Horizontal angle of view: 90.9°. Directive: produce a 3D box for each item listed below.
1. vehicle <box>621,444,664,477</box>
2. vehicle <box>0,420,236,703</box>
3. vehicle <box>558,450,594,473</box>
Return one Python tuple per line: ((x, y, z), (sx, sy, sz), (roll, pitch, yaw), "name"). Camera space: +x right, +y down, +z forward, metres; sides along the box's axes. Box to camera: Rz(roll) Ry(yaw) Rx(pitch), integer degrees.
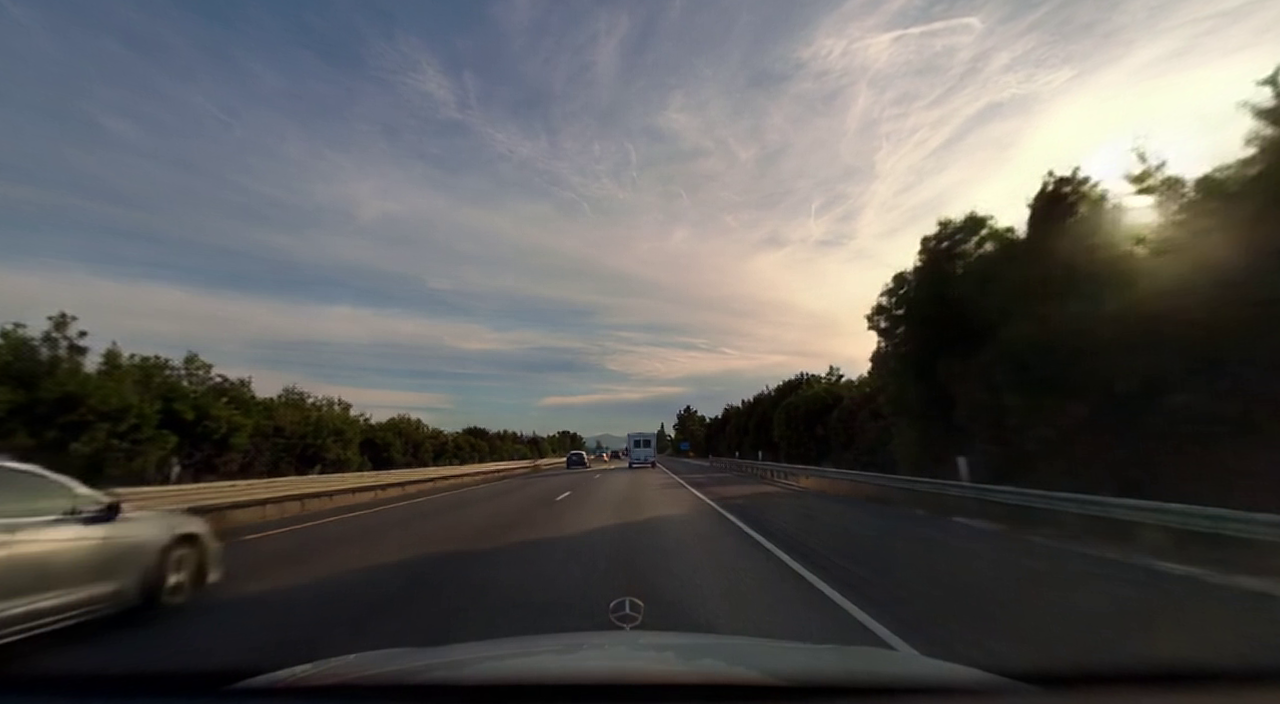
((0.123, 5.930, 34.532), (2.172, 1.687, 3.929), (0, -9, 0), "vehicle")
((-4.165, 1.000, 2.629), (1.998, 1.460, 4.422), (0, -9, 0), "vehicle")
((-4.307, 7.415, 42.876), (2.031, 1.482, 4.248), (0, -9, -1), "vehicle")
